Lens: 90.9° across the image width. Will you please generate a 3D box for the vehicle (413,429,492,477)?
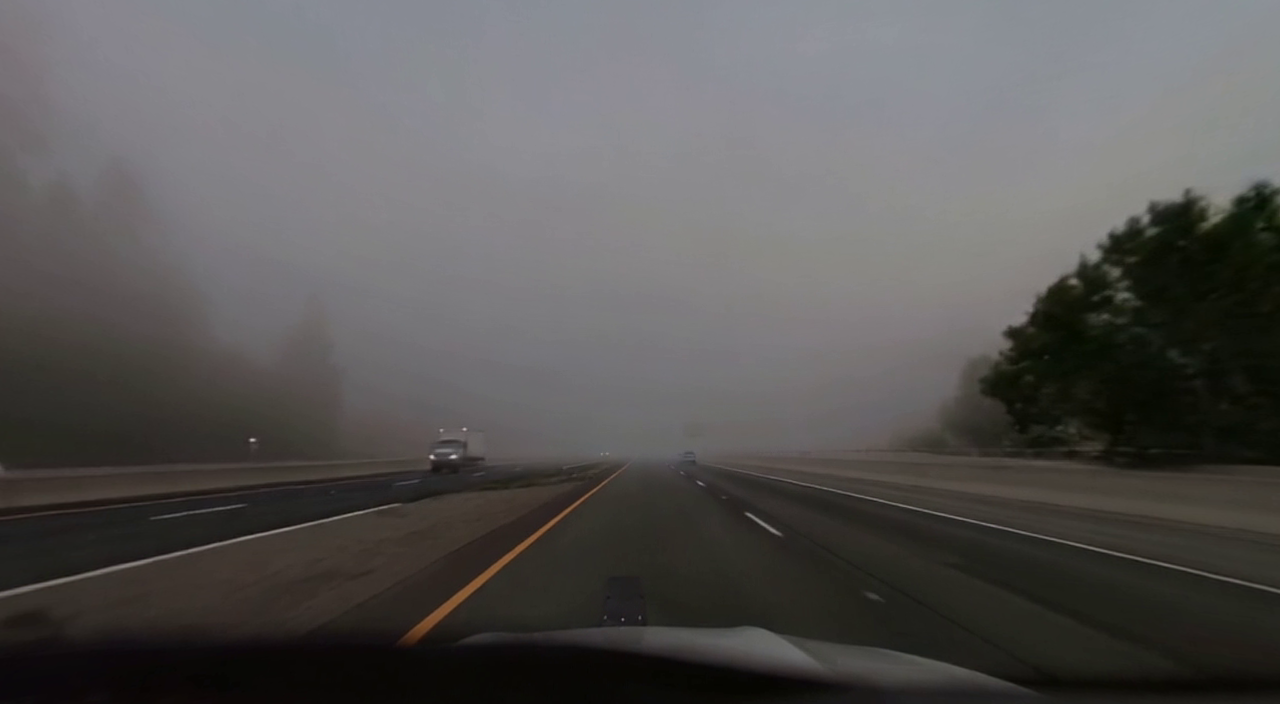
[{"bbox_3d":[-12.365,6.753,42.279,2.901,2.963,6.971,0,-9,2],"label":"vehicle"}]
